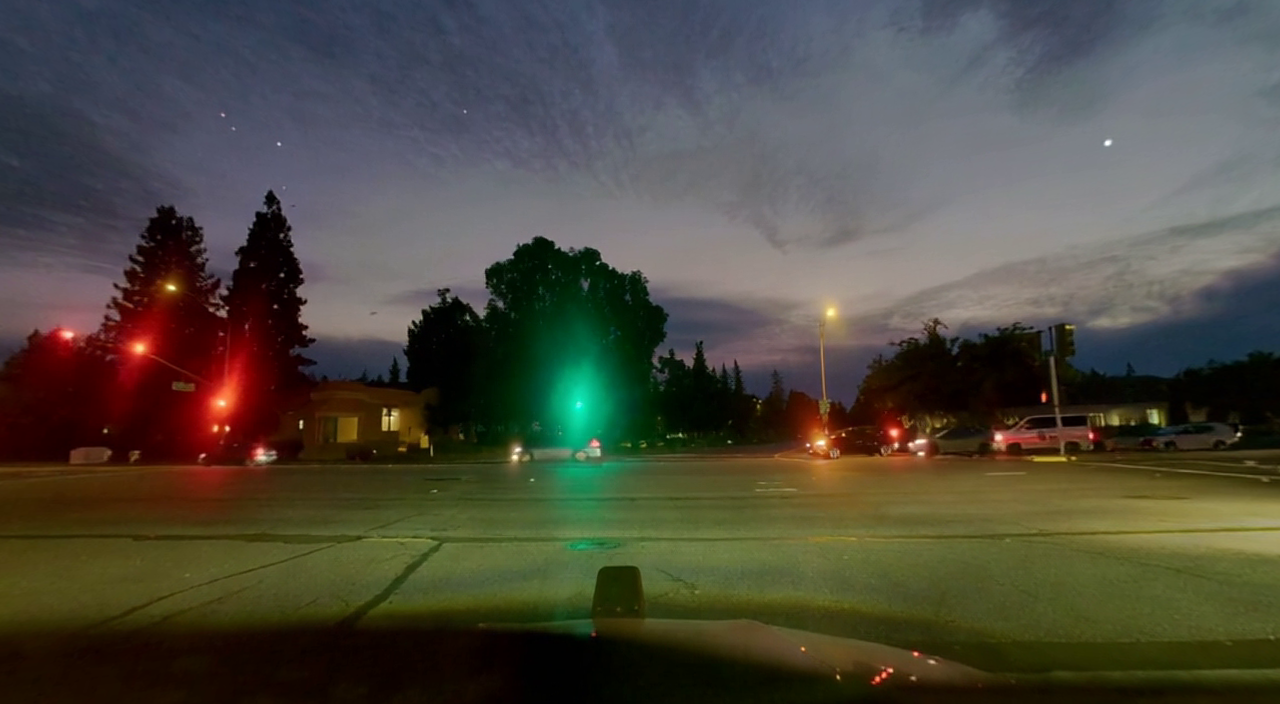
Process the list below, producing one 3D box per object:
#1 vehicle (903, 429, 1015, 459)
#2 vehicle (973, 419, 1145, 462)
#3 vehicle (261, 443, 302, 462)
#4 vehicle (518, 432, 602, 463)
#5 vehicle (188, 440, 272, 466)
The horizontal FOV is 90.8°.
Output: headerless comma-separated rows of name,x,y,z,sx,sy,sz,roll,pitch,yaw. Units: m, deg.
vehicle,16.583,4.802,33.094,4.801,1.494,1.915,-2,-9,10
vehicle,15.024,3.214,22.945,4.749,1.461,1.892,-1,-9,9
vehicle,-28.077,7.855,49.628,2.235,1.417,4.272,3,-9,-22
vehicle,-4.688,5.647,37.340,4.590,1.701,1.881,-2,-9,11
vehicle,-26.516,6.543,40.927,4.370,1.592,1.886,-2,-9,10
